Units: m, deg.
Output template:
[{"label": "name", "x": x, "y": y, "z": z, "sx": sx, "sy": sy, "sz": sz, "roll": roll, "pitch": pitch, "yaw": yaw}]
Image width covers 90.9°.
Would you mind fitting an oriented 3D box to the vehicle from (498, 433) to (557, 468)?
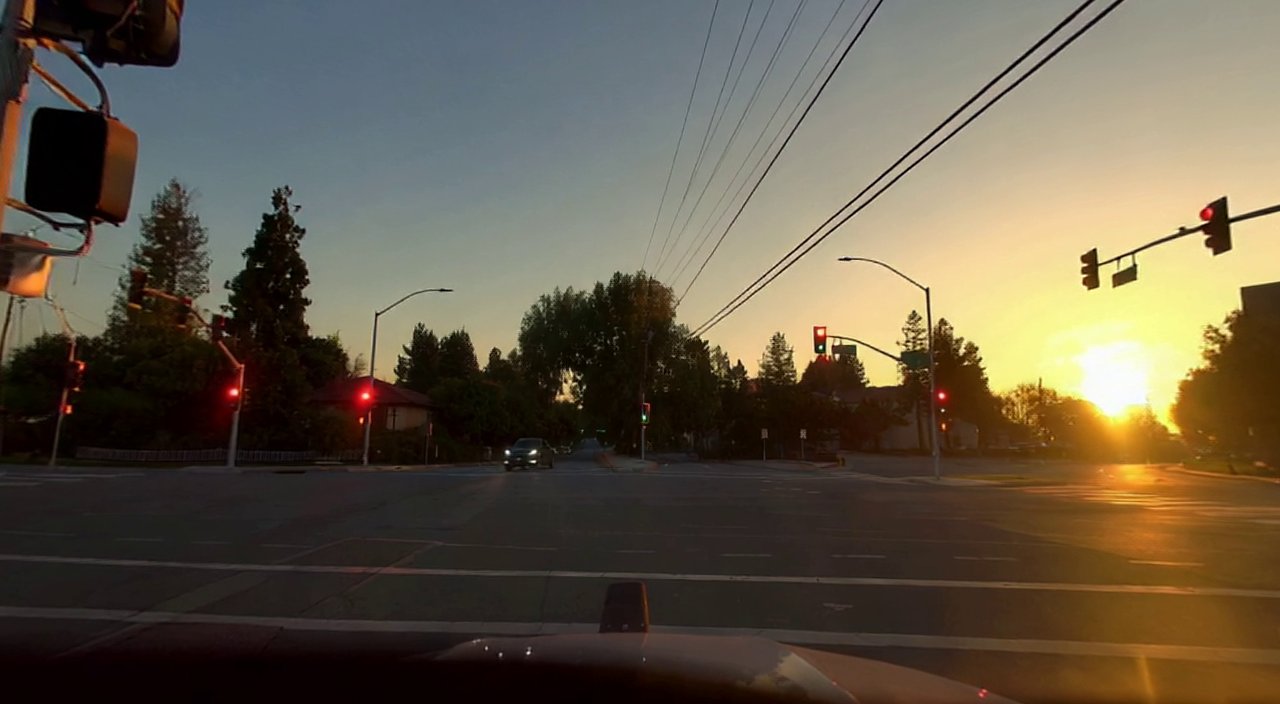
[{"label": "vehicle", "x": -6.091, "y": 5.440, "z": 34.972, "sx": 2.234, "sy": 1.796, "sz": 5.416, "roll": 0, "pitch": -8, "yaw": 1}]
